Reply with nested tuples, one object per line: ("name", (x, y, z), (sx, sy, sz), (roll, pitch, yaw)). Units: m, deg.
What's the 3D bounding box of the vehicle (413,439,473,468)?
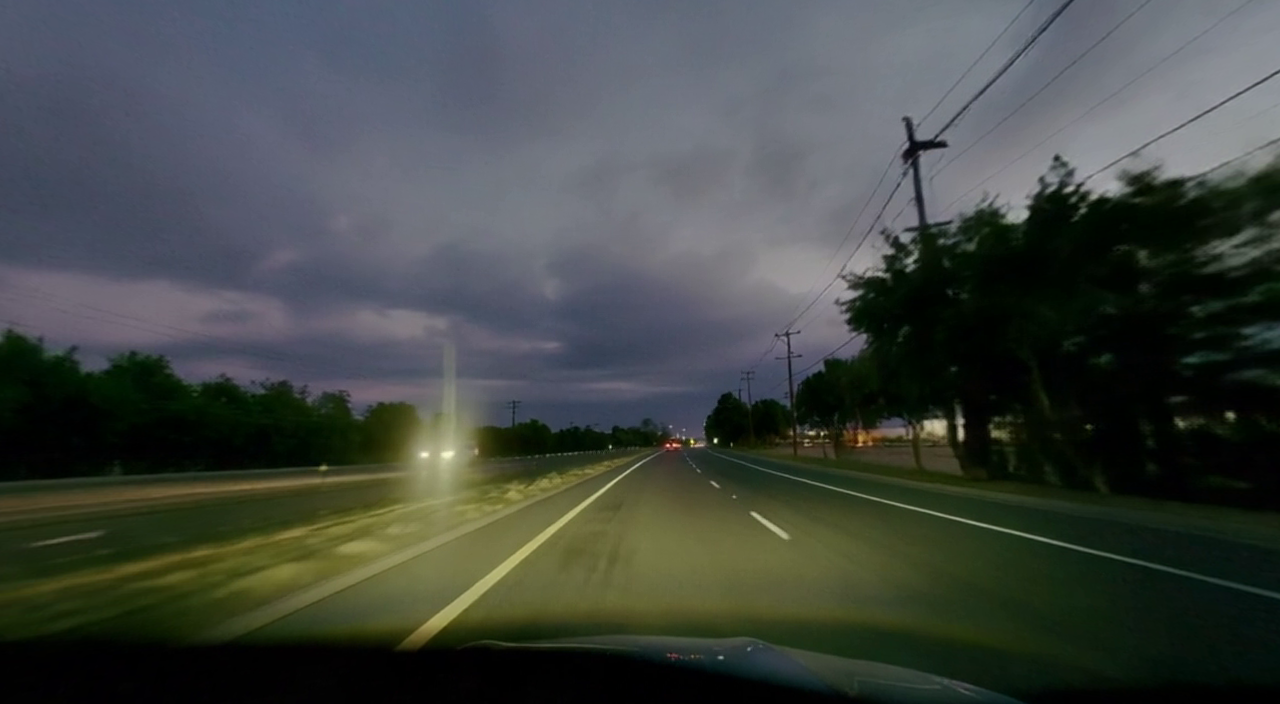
("vehicle", (-15.371, 7.923, 49.567), (2.429, 2.067, 6.210), (-1, -9, 3))
